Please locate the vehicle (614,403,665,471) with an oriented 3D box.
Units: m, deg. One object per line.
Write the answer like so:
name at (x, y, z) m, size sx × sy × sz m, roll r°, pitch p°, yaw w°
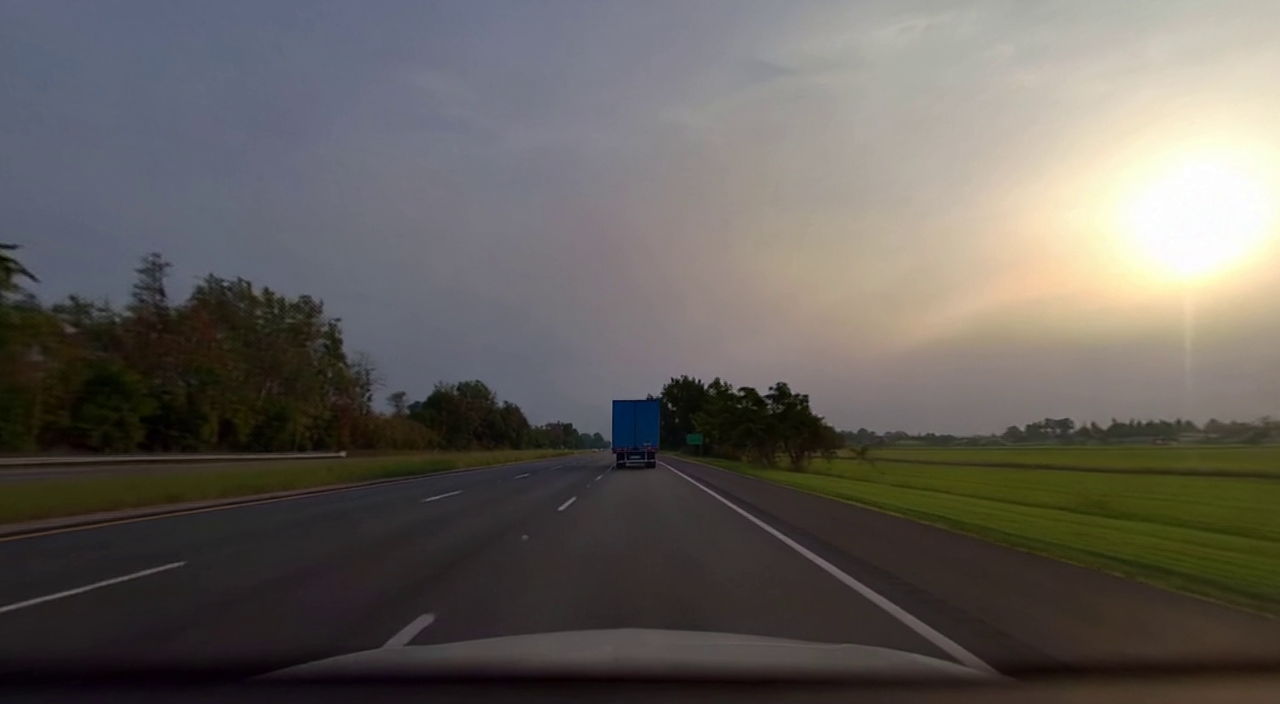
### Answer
vehicle at (-0.116, 5.809, 42.296) m, size 2.982 × 3.947 × 11.075 m, roll 0°, pitch -9°, yaw -1°
